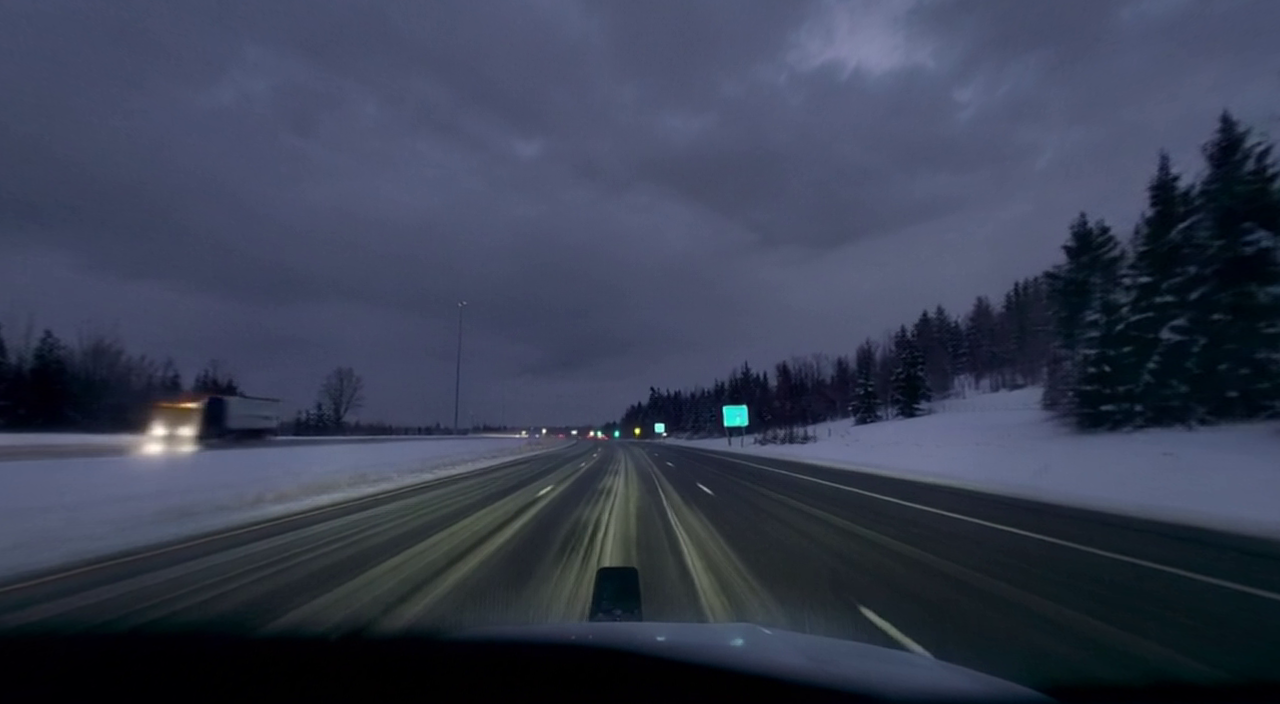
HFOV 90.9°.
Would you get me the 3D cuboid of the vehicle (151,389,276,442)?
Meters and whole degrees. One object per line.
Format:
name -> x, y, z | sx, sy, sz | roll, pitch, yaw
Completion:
vehicle -> -26.795, 4.181, 40.167 | 2.725, 2.979, 7.785 | 0, -8, -3
